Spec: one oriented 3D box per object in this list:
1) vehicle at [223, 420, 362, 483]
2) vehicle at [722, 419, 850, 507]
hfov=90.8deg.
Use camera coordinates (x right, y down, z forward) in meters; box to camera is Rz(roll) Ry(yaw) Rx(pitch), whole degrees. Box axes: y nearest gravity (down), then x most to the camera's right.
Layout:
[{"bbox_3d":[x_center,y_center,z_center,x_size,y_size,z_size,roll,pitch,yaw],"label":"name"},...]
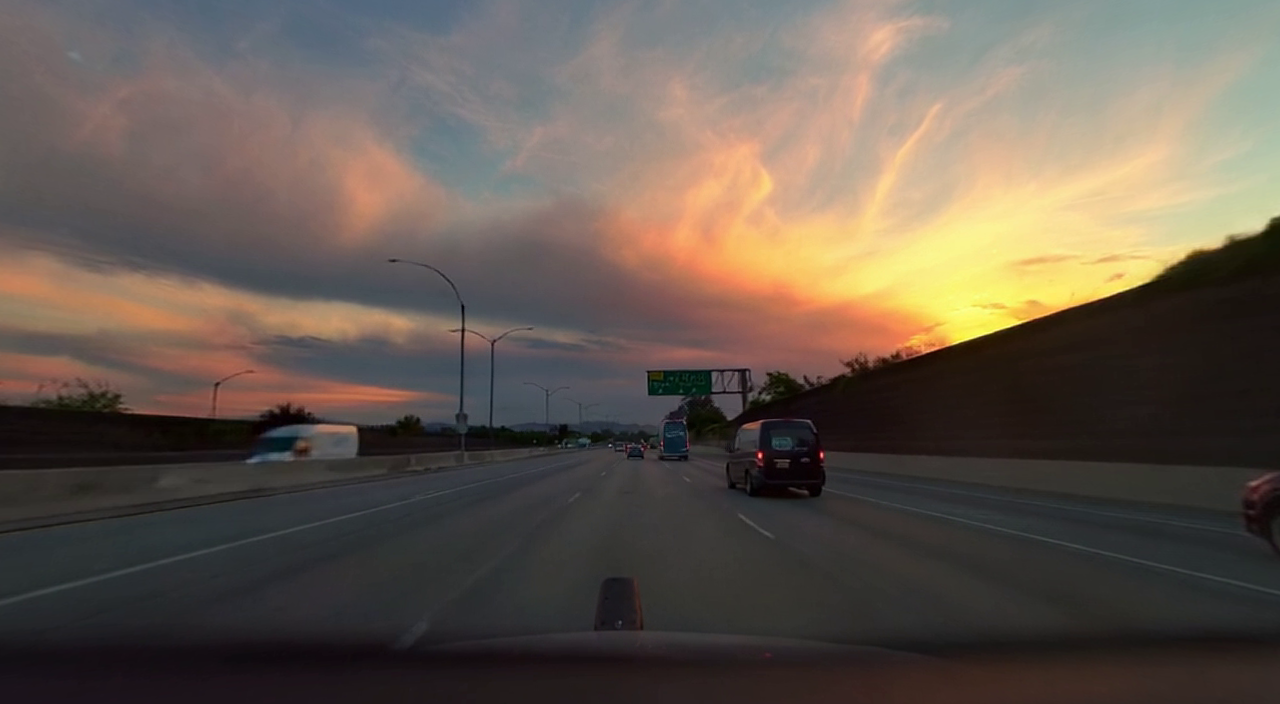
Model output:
[{"bbox_3d":[-17.705,5.182,33.074,2.792,2.832,8.825,1,-9,-4],"label":"vehicle"},{"bbox_3d":[3.548,2.819,16.422,2.035,1.931,4.841,0,-9,-1],"label":"vehicle"}]
